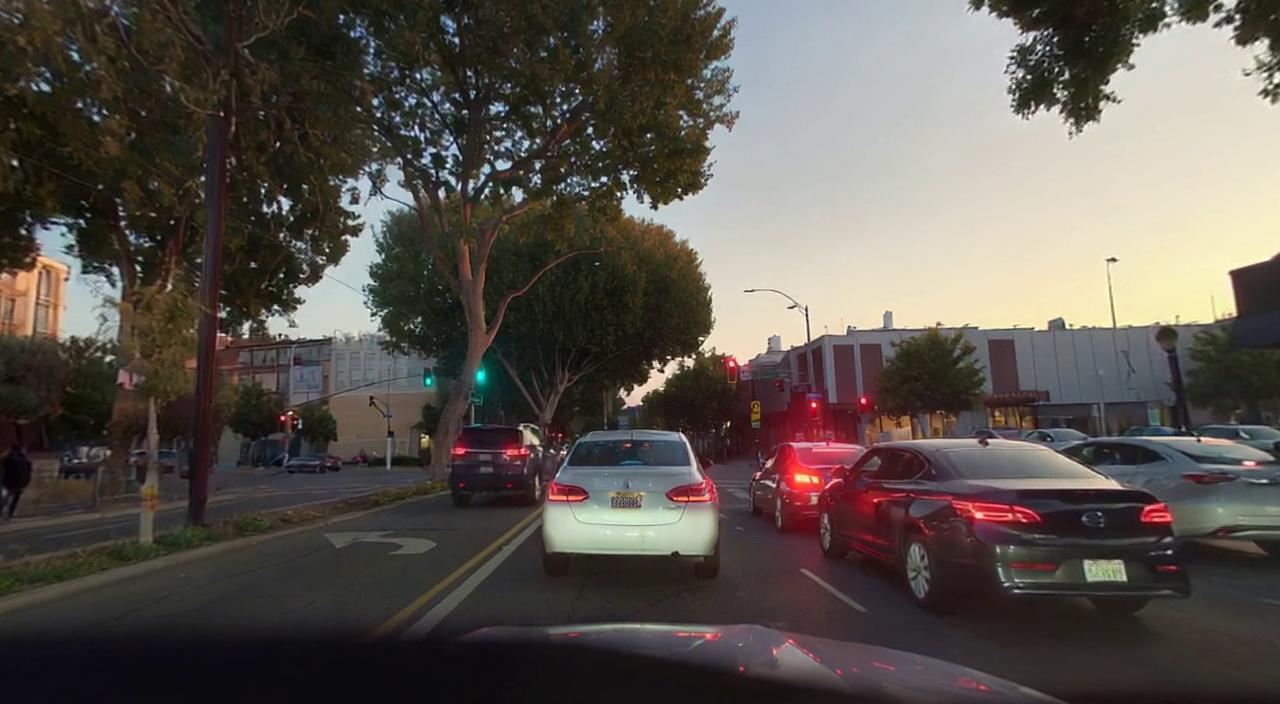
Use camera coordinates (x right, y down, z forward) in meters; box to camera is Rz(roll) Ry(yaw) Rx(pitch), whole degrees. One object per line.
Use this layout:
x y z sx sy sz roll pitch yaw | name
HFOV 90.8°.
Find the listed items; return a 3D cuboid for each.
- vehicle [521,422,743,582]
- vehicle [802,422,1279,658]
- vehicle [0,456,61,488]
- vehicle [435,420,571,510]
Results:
-0.104 1.743 8.135 2.118 1.512 4.013 0 -9 -1 | vehicle
3.221 1.523 6.304 1.912 1.454 4.537 0 -9 -1 | vehicle
-31.718 5.971 31.433 1.913 1.531 4.000 -9 -12 44 | vehicle
-3.135 2.734 15.711 2.223 1.840 4.919 0 -9 0 | vehicle
